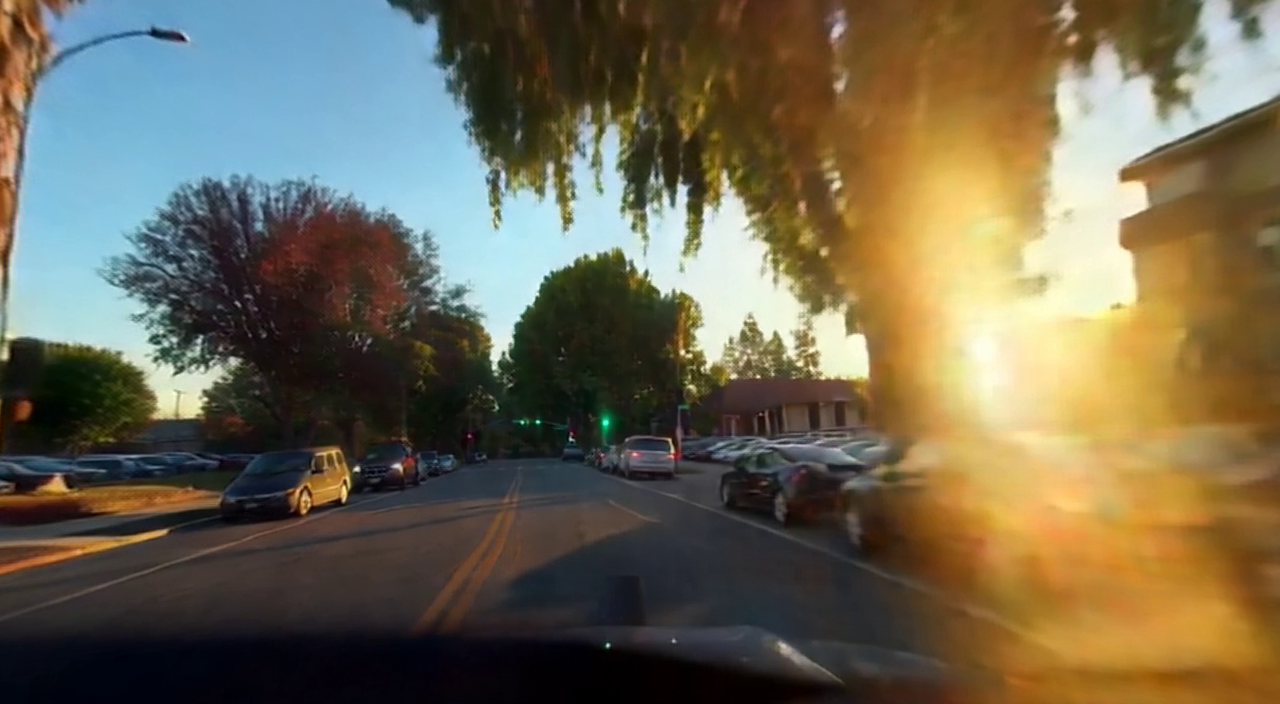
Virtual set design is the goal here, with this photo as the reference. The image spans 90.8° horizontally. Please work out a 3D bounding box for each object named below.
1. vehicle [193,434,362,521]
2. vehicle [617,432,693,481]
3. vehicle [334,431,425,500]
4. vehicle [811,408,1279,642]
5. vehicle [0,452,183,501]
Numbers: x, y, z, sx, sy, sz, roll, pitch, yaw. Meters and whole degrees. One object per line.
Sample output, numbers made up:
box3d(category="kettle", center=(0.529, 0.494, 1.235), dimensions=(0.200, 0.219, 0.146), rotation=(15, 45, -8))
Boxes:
box3d(category="vehicle", center=(-9.323, 3.280, 16.911), dimensions=(2.171, 1.838, 5.344), rotation=(-1, -10, -10))
box3d(category="vehicle", center=(0.495, 4.471, 27.551), dimensions=(2.255, 1.863, 5.629), rotation=(1, -8, -9))
box3d(category="vehicle", center=(-10.613, 4.539, 26.221), dimensions=(2.382, 2.223, 5.472), rotation=(-3, -5, -11))
box3d(category="vehicle", center=(3.620, 1.461, 6.628), dimensions=(1.884, 1.508, 4.713), rotation=(0, -8, -6))
box3d(category="vehicle", center=(-19.464, 4.331, 22.173), dimensions=(5.050, 1.502, 2.023), rotation=(1, -8, -8))
